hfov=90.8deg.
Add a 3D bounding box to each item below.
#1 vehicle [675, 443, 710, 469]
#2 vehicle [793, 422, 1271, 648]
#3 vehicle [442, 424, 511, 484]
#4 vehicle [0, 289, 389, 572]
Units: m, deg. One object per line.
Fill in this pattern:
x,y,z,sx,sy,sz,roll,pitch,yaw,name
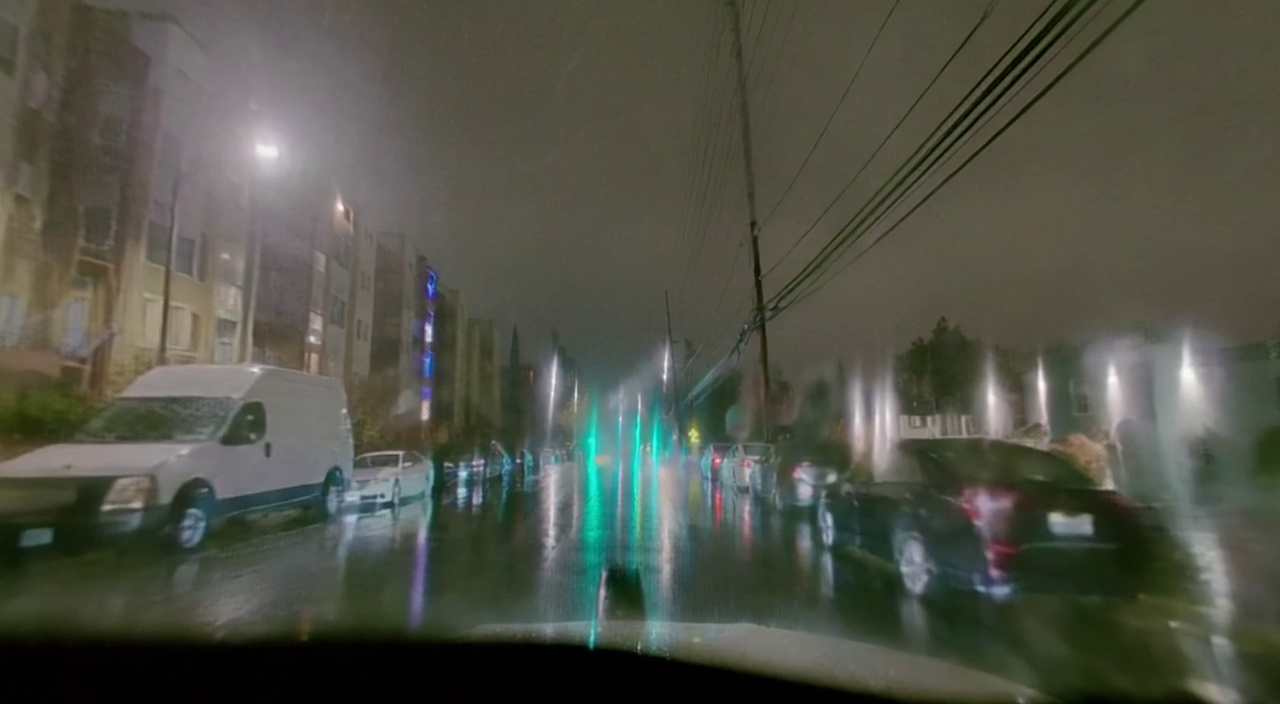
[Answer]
3.514,7.108,43.416,2.095,1.694,4.592,0,-9,1,vehicle
3.358,1.664,6.953,2.057,1.554,4.905,0,-9,-1,vehicle
-7.192,4.538,28.258,1.889,2.463,4.142,0,-9,1,vehicle
-7.502,1.509,11.716,2.901,3.610,6.707,-3,-9,1,vehicle
